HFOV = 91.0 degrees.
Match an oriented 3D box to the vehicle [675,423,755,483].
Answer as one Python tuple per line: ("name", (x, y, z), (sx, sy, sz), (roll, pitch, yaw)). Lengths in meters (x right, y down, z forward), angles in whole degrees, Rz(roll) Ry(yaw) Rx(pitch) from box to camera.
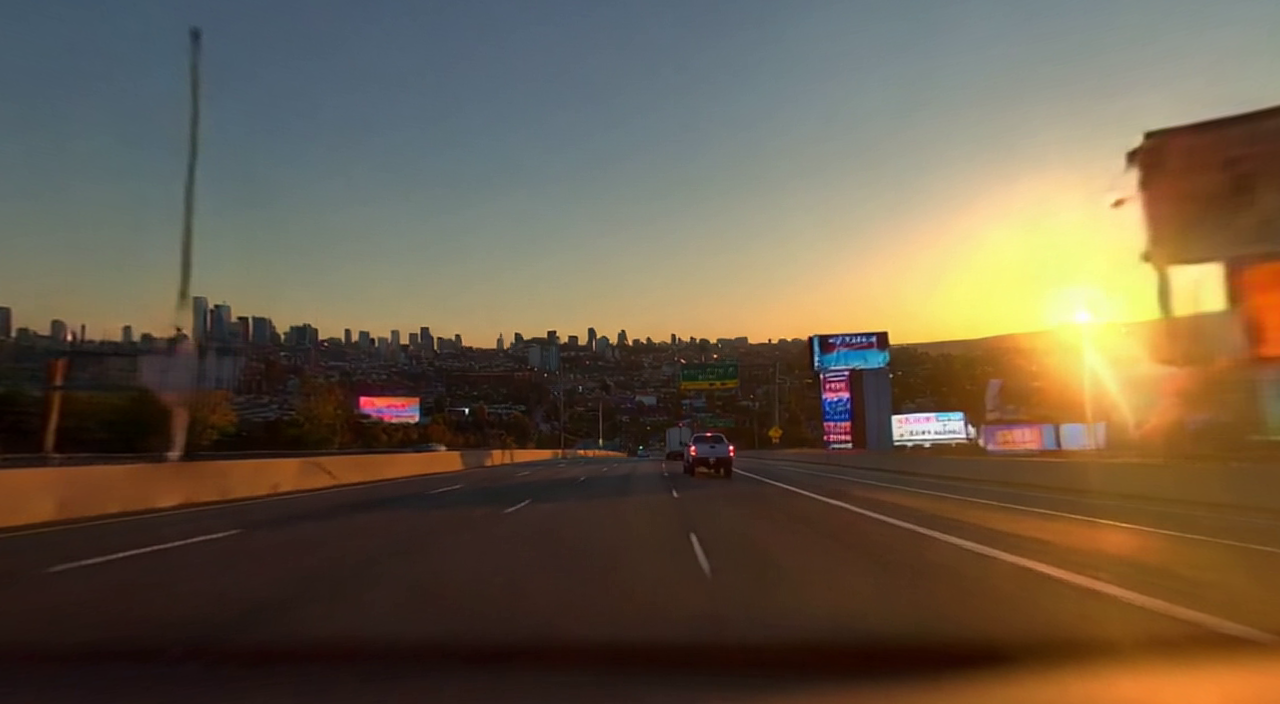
("vehicle", (2.899, 4.170, 26.171), (2.740, 2.157, 6.300), (-1, -9, 2))
